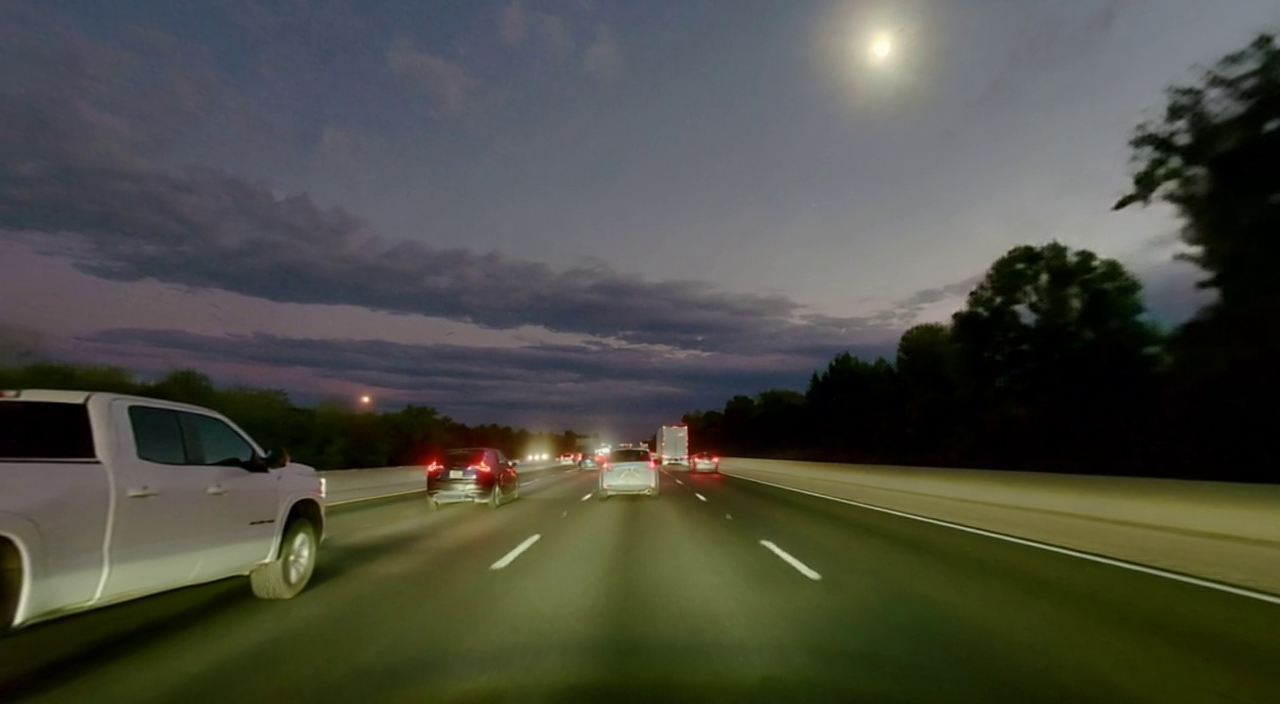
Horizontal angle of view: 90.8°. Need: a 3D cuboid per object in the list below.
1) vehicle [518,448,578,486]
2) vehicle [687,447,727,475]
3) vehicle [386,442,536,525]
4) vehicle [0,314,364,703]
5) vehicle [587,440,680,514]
[{"bbox_3d":[-3.872,4.932,27.318,1.999,1.484,4.269,0,-9,0],"label":"vehicle"},{"bbox_3d":[3.894,6.449,37.369,1.858,1.537,3.838,0,-9,-1],"label":"vehicle"},{"bbox_3d":[-3.678,2.790,13.946,1.988,1.501,4.438,0,-9,0],"label":"vehicle"},{"bbox_3d":[-3.890,0.949,3.728,2.243,1.889,4.949,0,-9,0],"label":"vehicle"},{"bbox_3d":[-0.151,2.963,15.301,1.996,1.574,3.426,0,-9,0],"label":"vehicle"}]
